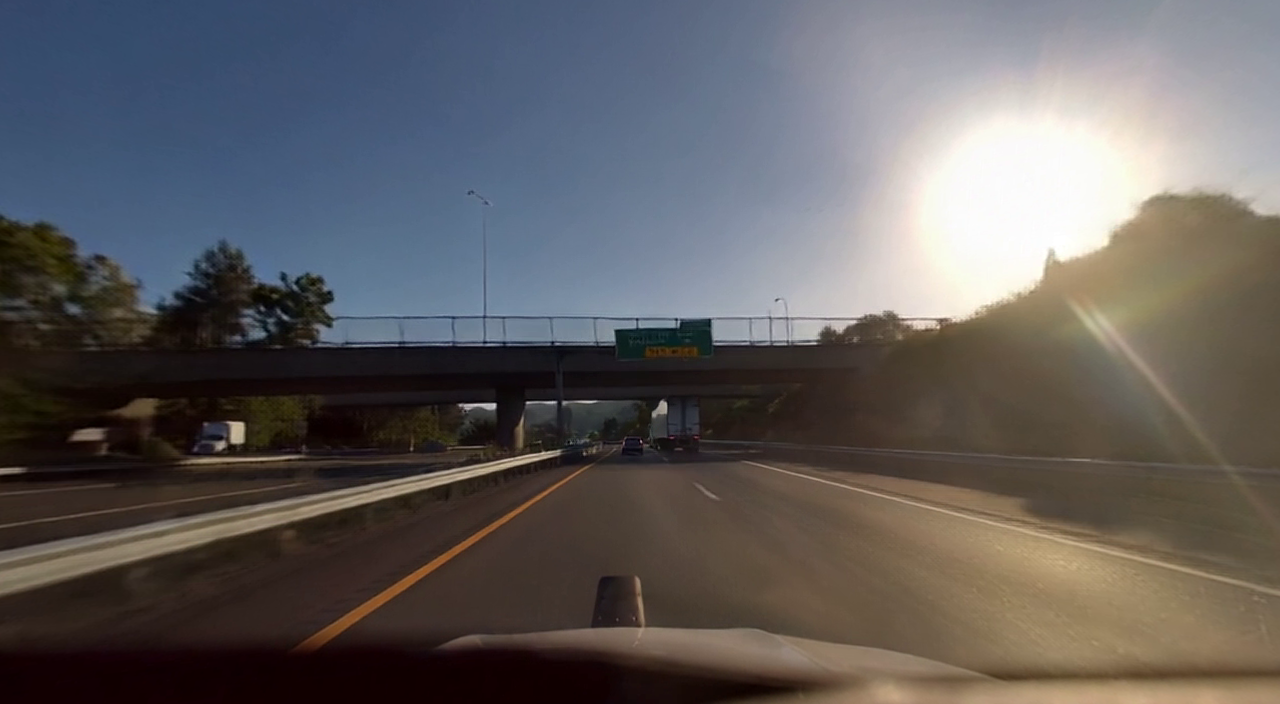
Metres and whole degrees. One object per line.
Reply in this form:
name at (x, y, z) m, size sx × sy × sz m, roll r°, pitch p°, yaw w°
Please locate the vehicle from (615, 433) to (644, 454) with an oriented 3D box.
vehicle at (-0.807, 6.879, 47.513) m, size 2.095 × 1.557 × 3.963 m, roll 0°, pitch -8°, yaw -1°
